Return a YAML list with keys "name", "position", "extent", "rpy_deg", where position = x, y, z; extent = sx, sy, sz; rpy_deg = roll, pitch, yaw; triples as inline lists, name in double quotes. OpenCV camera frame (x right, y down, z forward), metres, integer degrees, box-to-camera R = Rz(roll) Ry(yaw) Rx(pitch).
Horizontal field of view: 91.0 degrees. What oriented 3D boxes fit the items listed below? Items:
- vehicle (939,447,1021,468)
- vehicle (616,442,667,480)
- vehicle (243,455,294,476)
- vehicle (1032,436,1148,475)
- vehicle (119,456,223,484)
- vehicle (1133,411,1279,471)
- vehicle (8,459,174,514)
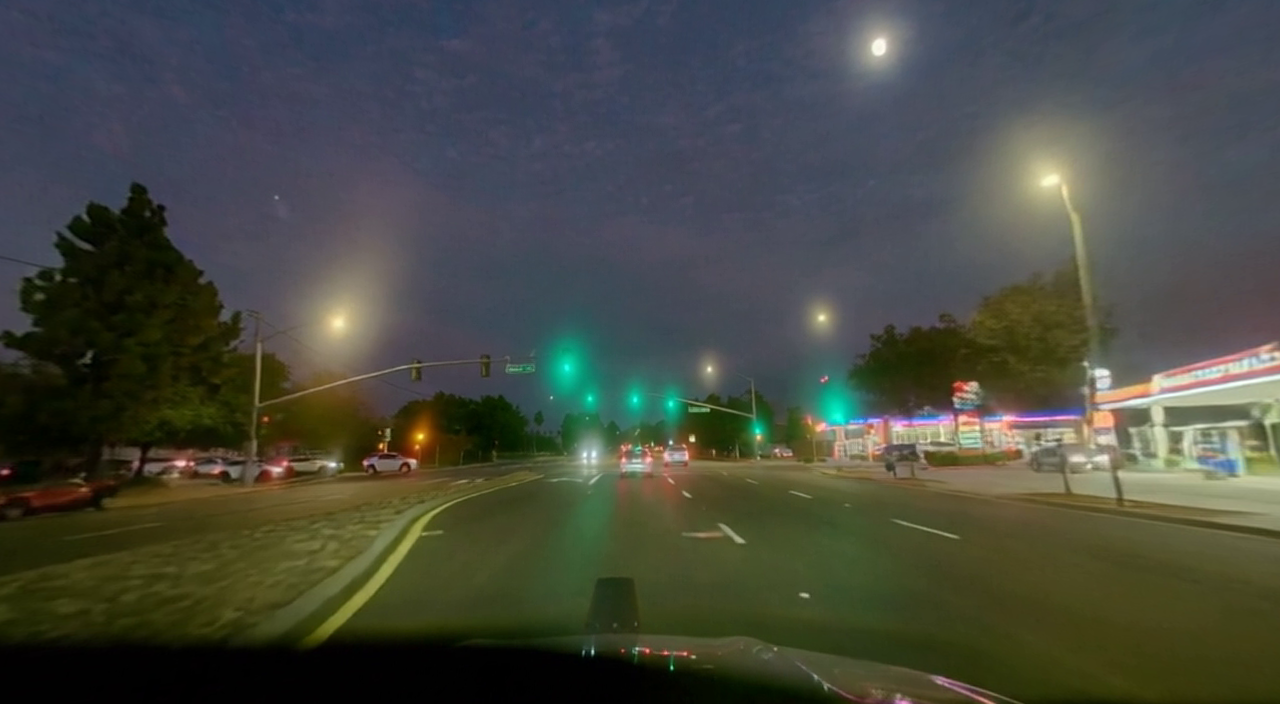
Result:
- name: "vehicle"
  position: [24.751, 7.686, 45.890]
  extent: [4.788, 1.481, 1.959]
  rpy_deg: [0, -9, 1]
- name: "vehicle"
  position: [0.050, 4.852, 28.306]
  extent: [2.145, 1.572, 4.021]
  rpy_deg: [0, -9, 0]
- name: "vehicle"
  position: [-28.818, 8.724, 48.734]
  extent: [4.436, 1.464, 1.999]
  rpy_deg: [-8, -11, 41]
- name: "vehicle"
  position: [20.394, 4.724, 28.844]
  extent: [1.950, 1.519, 4.860]
  rpy_deg: [-4, -9, 5]
- name: "vehicle"
  position: [-28.133, 7.035, 37.900]
  extent: [1.938, 1.462, 4.510]
  rpy_deg: [-5, -10, 29]
- name: "vehicle"
  position: [20.626, 3.108, 21.780]
  extent: [2.254, 1.804, 5.953]
  rpy_deg: [0, -9, -1]
- name: "vehicle"
  position: [-19.039, 4.647, 22.160]
  extent: [1.920, 1.638, 4.299]
  rpy_deg: [0, -9, 0]
